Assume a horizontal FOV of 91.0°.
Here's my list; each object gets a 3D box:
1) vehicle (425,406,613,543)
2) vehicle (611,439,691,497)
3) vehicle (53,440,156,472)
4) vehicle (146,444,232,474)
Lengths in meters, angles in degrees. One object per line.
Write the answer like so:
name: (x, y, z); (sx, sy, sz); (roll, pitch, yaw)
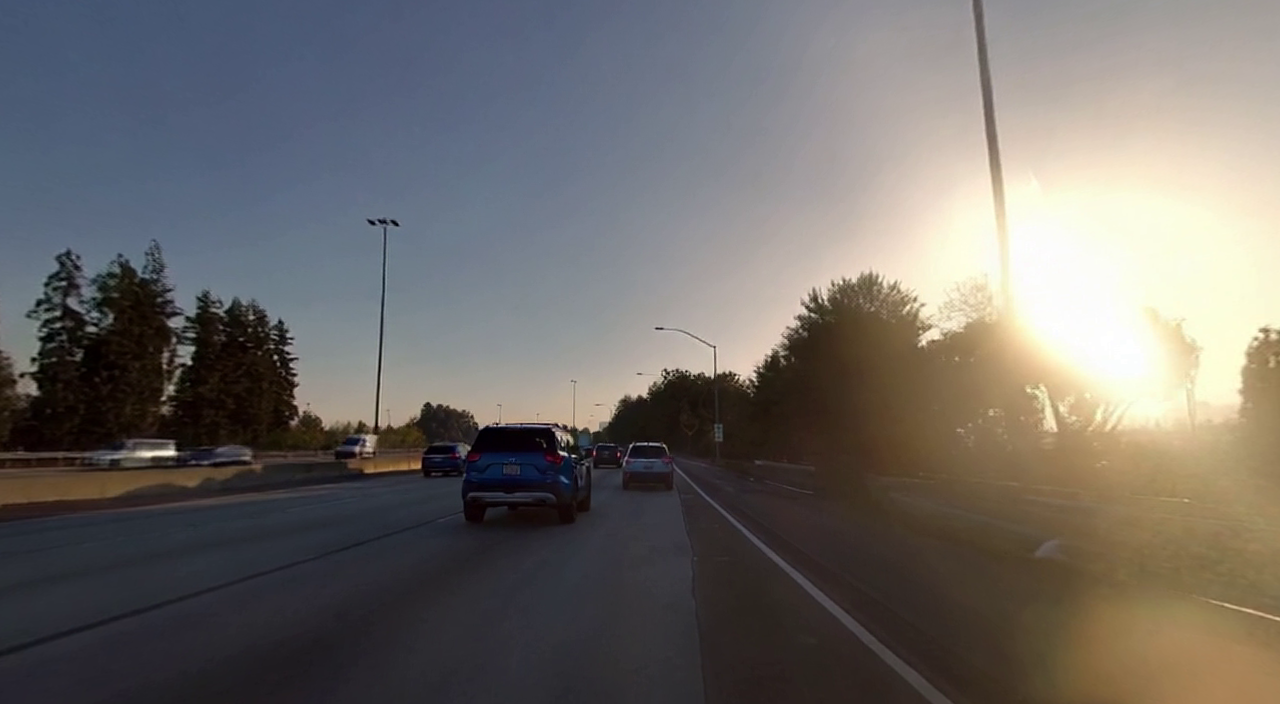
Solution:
vehicle: (-1.691, 1.936, 10.460); (2.123, 1.798, 4.108); (0, -9, 3)
vehicle: (0.349, 3.337, 18.450); (2.068, 1.488, 4.045); (0, -9, 2)
vehicle: (-28.684, 5.600, 33.938); (1.804, 1.610, 4.057); (0, -9, 3)
vehicle: (-24.172, 5.715, 33.923); (1.631, 1.470, 3.783); (-1, -8, 3)
